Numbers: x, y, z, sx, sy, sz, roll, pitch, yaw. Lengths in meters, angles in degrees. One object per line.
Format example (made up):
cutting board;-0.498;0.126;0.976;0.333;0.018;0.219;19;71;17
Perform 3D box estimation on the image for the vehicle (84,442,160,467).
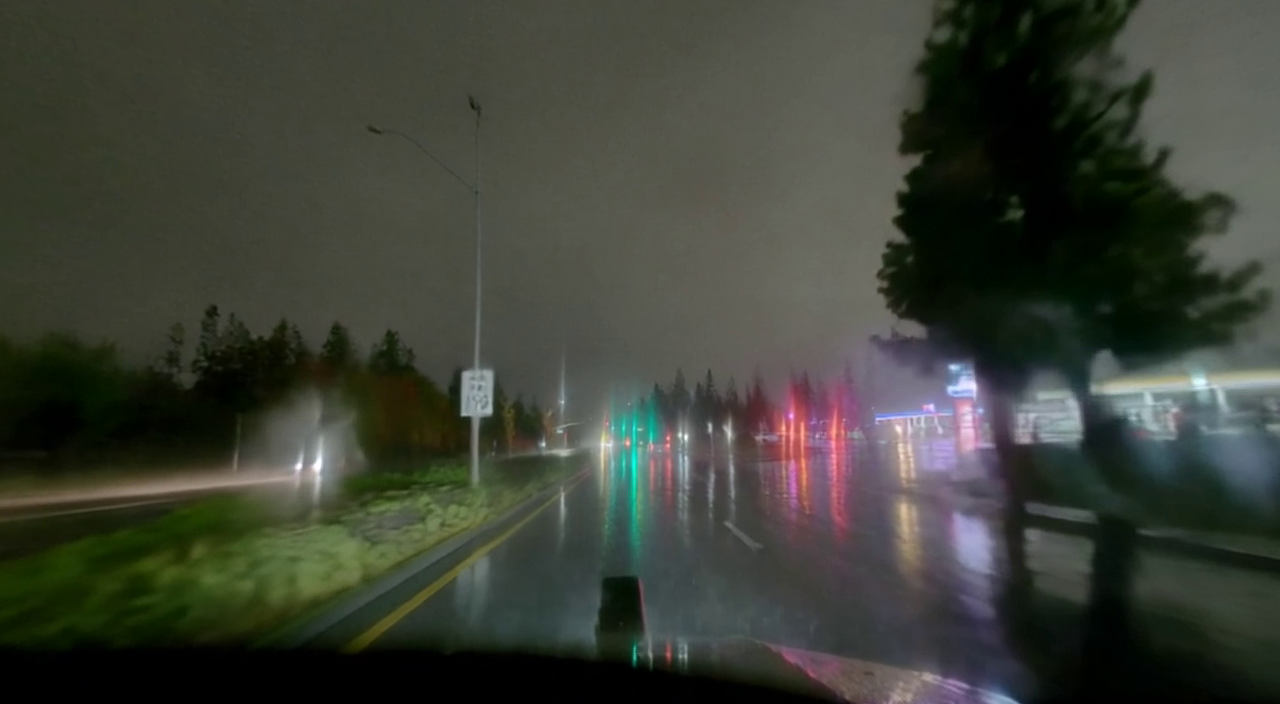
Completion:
vehicle;-34.602;6.861;42.230;3.677;1.434;1.827;-4;-9;6
